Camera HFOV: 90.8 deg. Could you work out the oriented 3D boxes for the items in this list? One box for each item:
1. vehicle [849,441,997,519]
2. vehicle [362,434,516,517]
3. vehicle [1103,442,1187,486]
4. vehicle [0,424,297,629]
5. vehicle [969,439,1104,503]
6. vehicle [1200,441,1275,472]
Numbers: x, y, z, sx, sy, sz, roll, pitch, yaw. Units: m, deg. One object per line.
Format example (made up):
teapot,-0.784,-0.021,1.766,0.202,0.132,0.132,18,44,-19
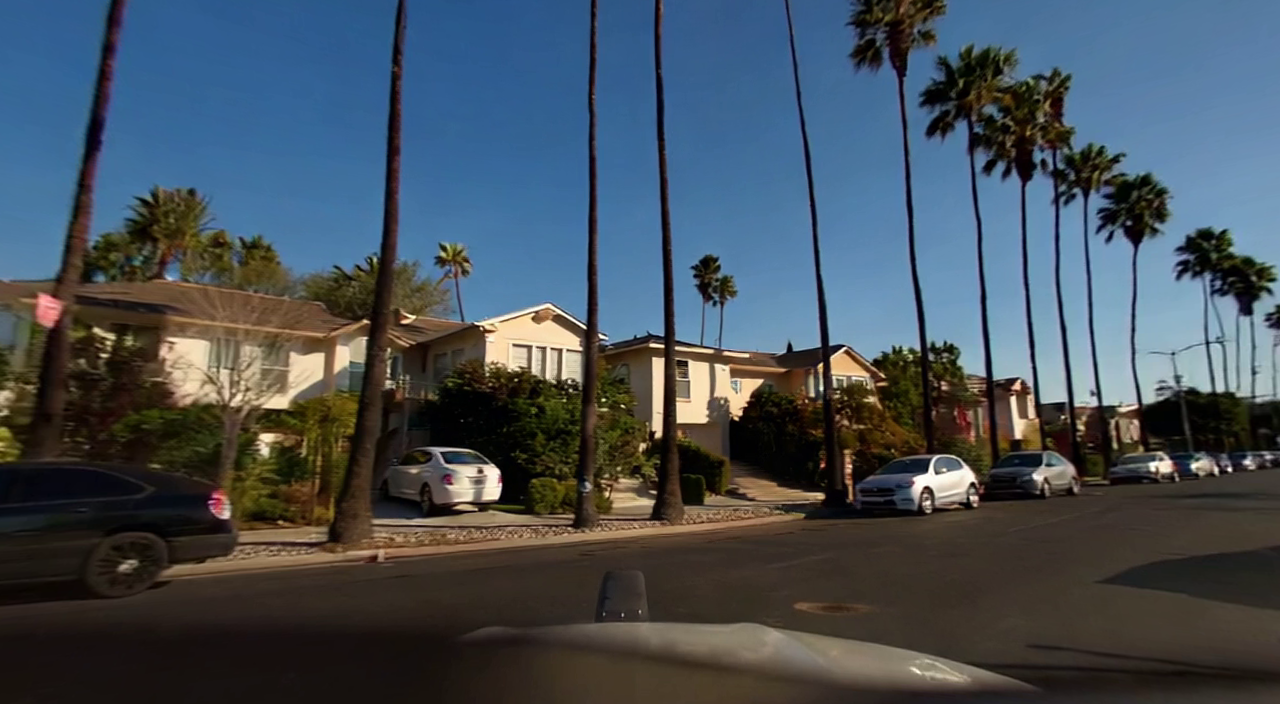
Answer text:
vehicle,7.255,3.162,16.120,3.777,1.697,1.816,6,-11,-39
vehicle,-4.830,2.816,14.872,2.134,1.630,4.057,6,-11,-37
vehicle,22.952,5.012,28.652,4.381,1.803,1.947,6,-11,-40
vehicle,-5.962,1.546,5.930,4.469,1.655,1.978,6,-11,-37
vehicle,13.249,3.853,20.997,5.168,1.819,2.020,6,-11,-38
vehicle,38.485,6.663,40.607,5.876,1.808,2.316,5,-11,-36
